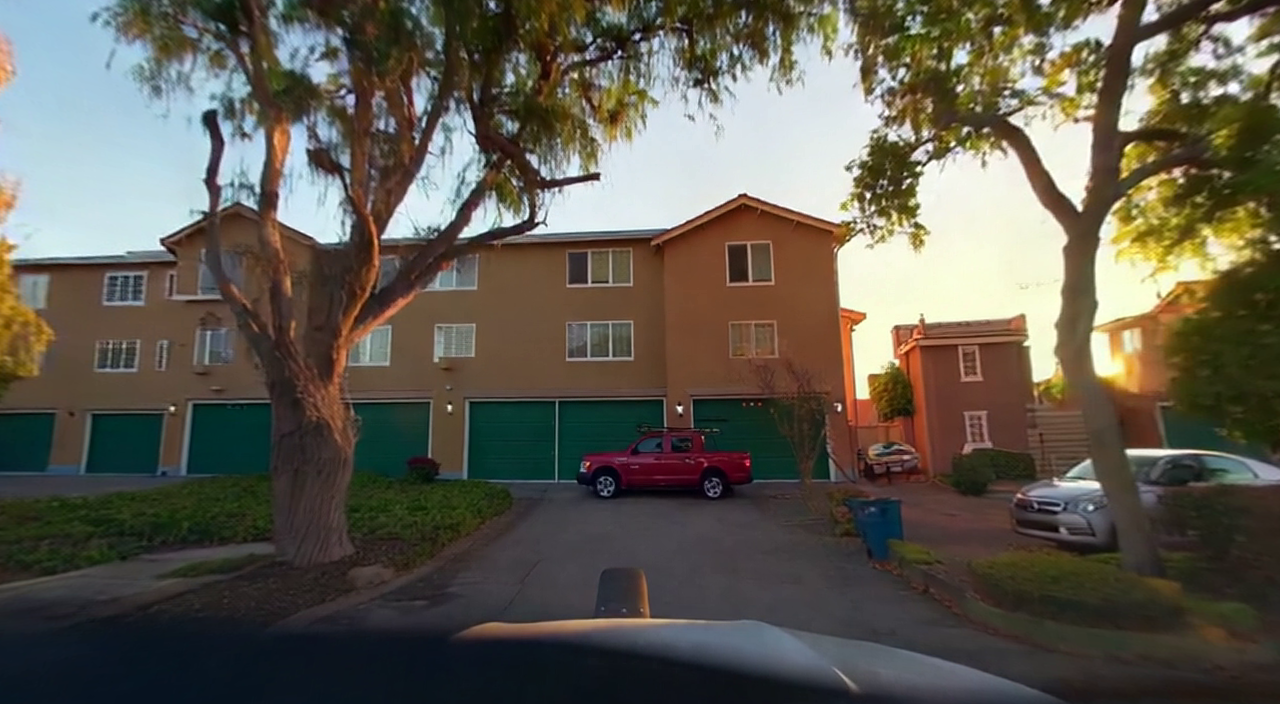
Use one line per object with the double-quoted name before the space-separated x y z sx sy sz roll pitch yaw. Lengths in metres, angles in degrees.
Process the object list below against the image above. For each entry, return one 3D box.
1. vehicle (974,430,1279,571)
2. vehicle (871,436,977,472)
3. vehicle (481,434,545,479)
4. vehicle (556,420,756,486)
"vehicle" 7.535 2.036 9.307 4.074 1.617 2.112 0 -4 -8
"vehicle" 14.518 5.231 32.444 4.383 1.784 2.211 0 -8 0
"vehicle" -5.358 4.406 27.057 1.869 1.460 3.826 -3 -4 1
"vehicle" 0.446 2.997 18.856 5.600 1.835 2.161 0 -8 -1
